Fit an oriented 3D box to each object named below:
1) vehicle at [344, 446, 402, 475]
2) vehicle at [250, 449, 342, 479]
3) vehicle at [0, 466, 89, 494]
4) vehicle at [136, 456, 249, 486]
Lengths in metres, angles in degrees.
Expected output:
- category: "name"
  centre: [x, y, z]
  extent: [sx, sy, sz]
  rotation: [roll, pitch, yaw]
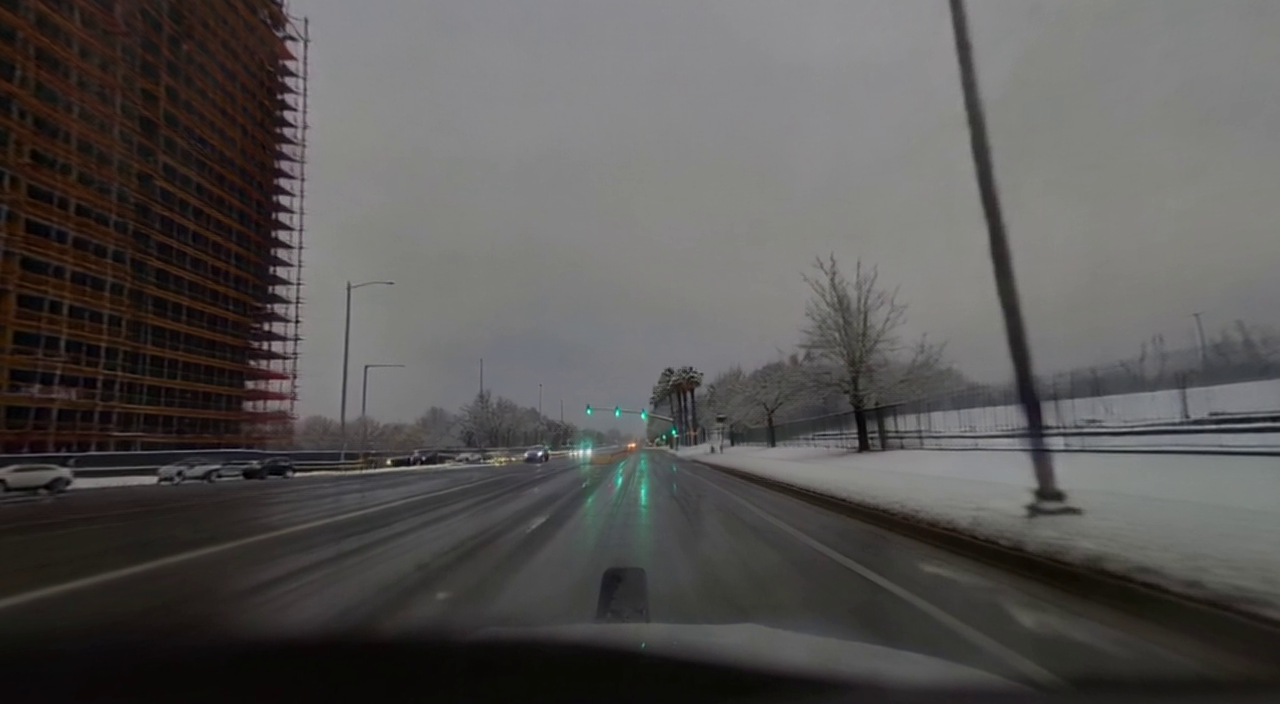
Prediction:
- category: "vehicle"
  centre: [-19.279, 7.810, 45.785]
  extent: [2.105, 1.805, 4.641]
  rotation: [-3, -8, 2]
- category: "vehicle"
  centre: [-21.134, 6.885, 38.951]
  extent: [2.050, 1.686, 4.593]
  rotation: [-4, -9, 25]
- category: "vehicle"
  centre: [-30.224, 6.311, 31.118]
  extent: [4.101, 1.243, 1.698]
  rotation: [4, -9, -23]
- category: "vehicle"
  centre: [-24.503, 6.485, 34.632]
  extent: [1.790, 1.484, 4.651]
  rotation: [-7, -11, 40]
